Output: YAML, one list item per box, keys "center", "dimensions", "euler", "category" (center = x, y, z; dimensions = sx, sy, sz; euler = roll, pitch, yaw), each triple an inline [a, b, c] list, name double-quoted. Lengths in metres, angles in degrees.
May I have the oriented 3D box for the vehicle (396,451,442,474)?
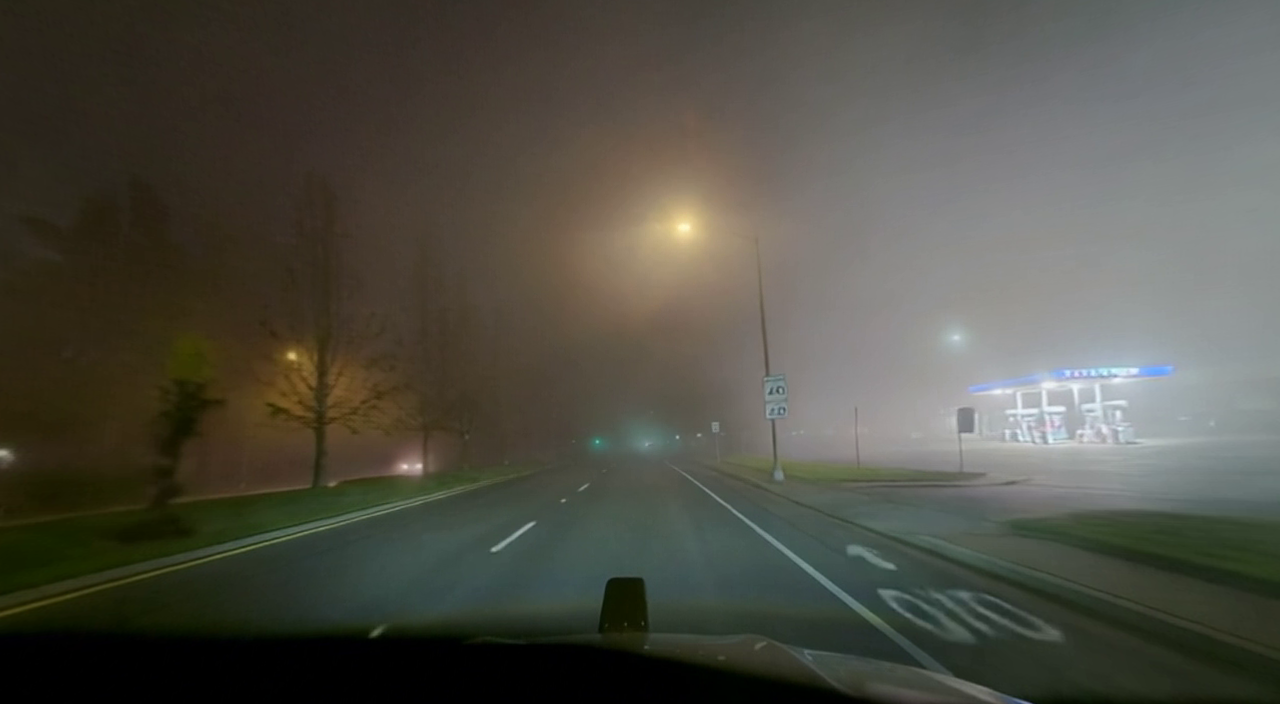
- center: [-16.990, 8.513, 48.628]
  dimensions: [1.841, 1.642, 4.448]
  euler: [0, -8, 1]
  category: "vehicle"
